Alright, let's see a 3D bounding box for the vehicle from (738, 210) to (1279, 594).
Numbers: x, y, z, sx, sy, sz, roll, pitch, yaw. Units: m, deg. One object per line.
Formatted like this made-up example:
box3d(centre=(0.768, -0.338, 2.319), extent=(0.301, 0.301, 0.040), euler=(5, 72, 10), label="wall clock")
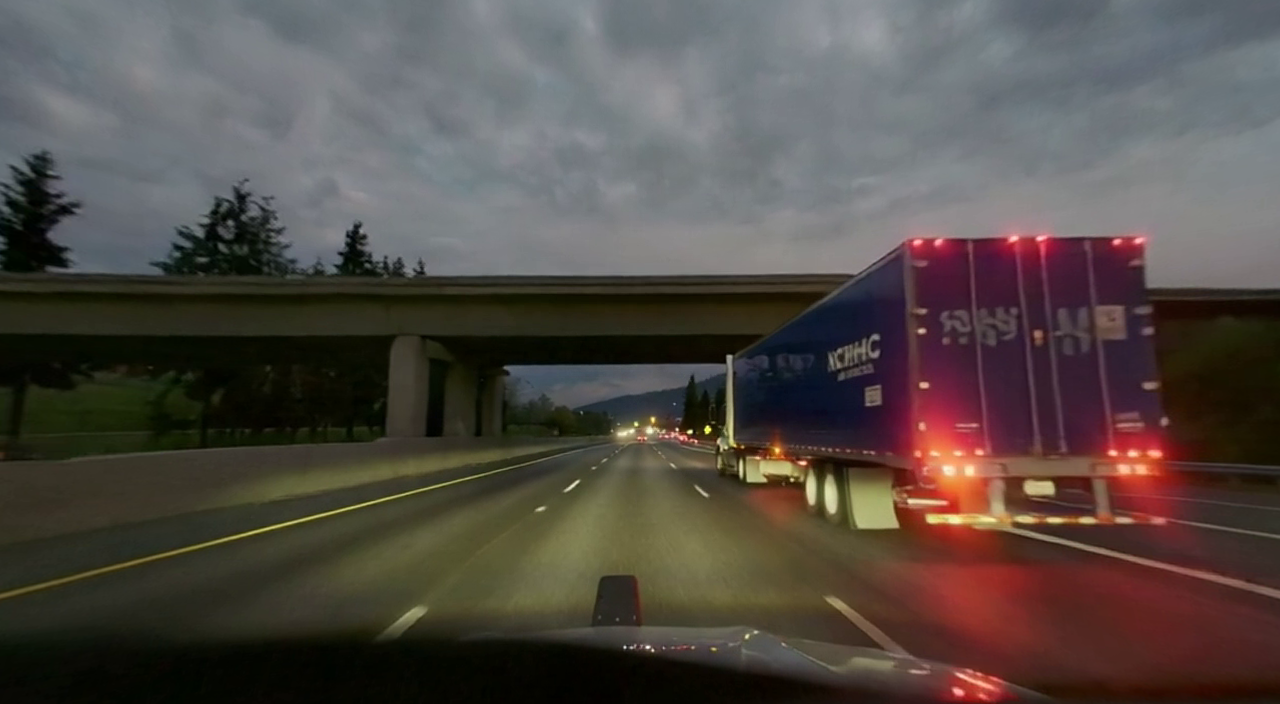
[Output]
box3d(centre=(4.088, 1.100, 11.055), extent=(2.849, 3.391, 11.018), euler=(0, -8, -1), label="vehicle")
